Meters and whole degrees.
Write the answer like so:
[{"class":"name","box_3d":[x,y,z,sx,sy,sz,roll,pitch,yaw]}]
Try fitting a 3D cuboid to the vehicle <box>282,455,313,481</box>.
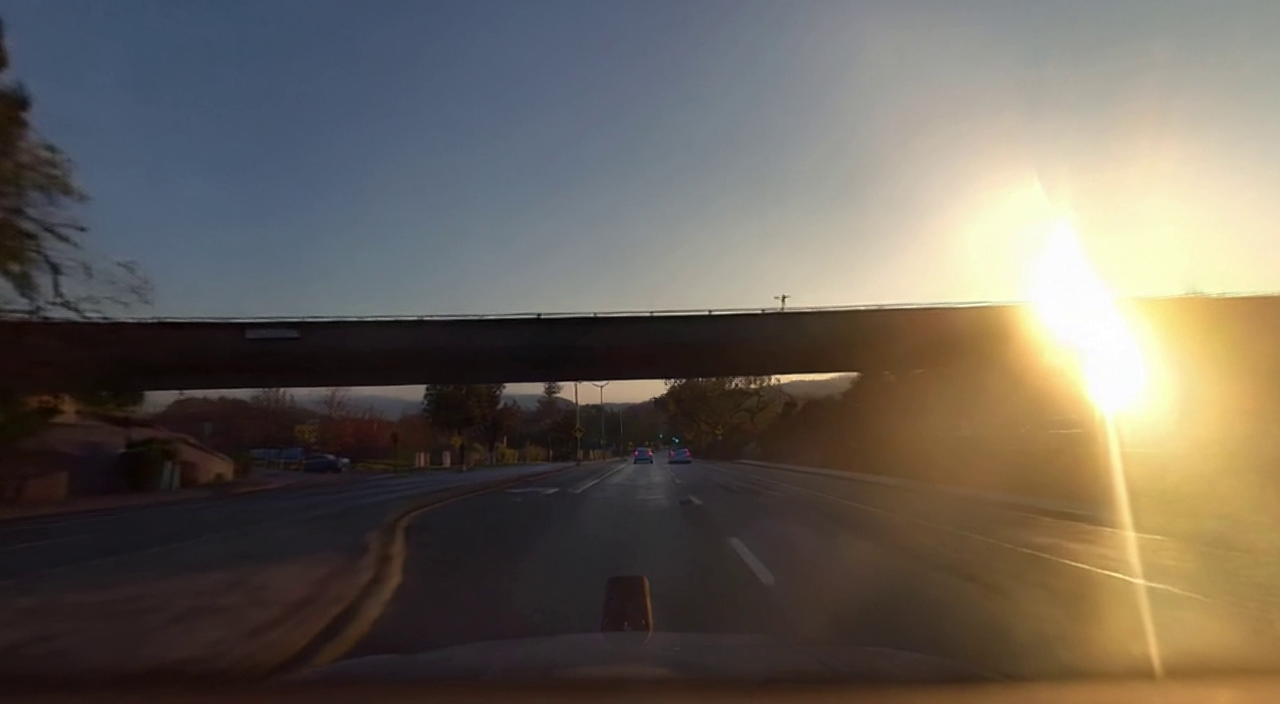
[{"class":"vehicle","box_3d":[-25.701,8.681,47.426,1.847,1.698,4.345,4,-9,-27]}]
